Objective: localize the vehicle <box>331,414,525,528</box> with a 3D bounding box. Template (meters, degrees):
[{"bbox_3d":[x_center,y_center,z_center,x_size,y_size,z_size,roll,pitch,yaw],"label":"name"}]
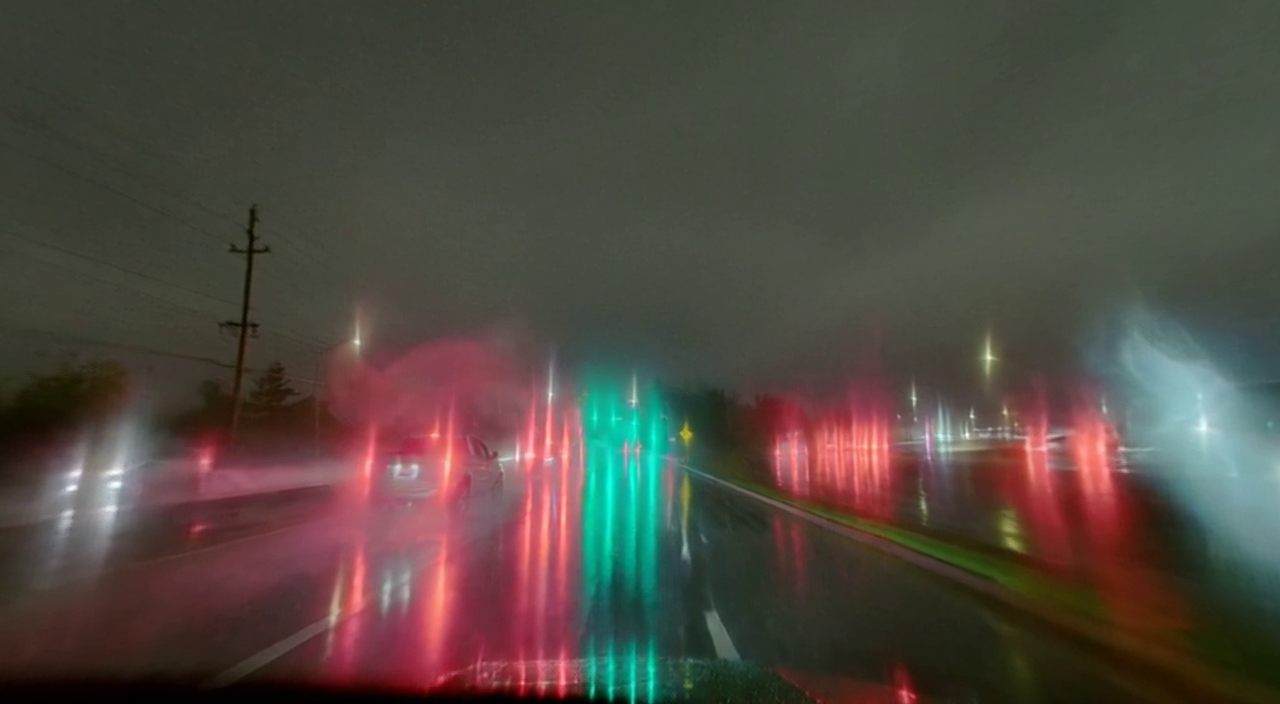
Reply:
[{"bbox_3d":[-3.793,2.243,12.382,2.189,1.807,4.467,0,-9,1],"label":"vehicle"}]

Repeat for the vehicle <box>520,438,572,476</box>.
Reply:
[{"bbox_3d":[-4.451,5.035,30.565,2.041,1.698,4.094,0,-9,-2],"label":"vehicle"}]

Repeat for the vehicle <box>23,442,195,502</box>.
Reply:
[{"bbox_3d":[-17.178,3.846,20.802,1.928,1.618,4.377,1,-7,-2],"label":"vehicle"}]

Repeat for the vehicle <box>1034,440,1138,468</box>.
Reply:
[{"bbox_3d":[33.431,7.727,47.821,2.436,1.877,7.681,2,-9,1],"label":"vehicle"}]
